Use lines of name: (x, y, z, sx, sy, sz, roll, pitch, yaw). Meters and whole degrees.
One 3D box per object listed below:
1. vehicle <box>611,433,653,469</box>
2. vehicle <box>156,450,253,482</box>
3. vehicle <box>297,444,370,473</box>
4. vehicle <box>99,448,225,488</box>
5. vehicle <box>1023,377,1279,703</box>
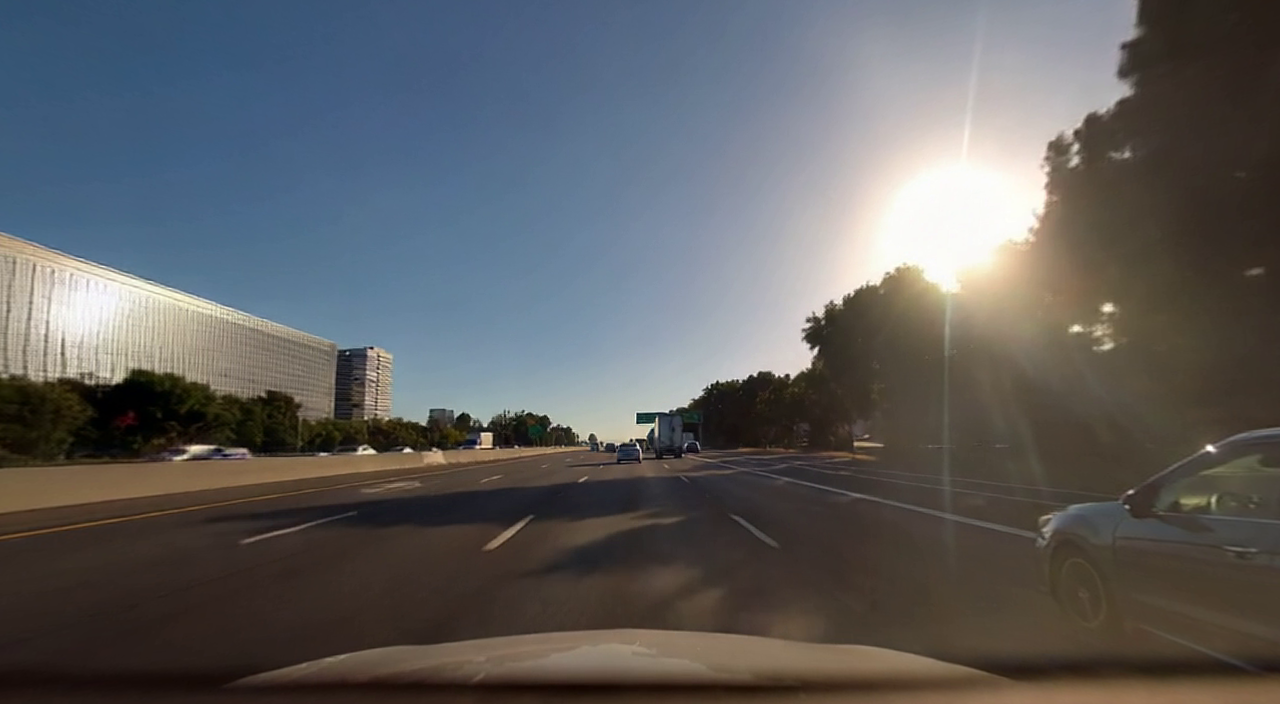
vehicle: (-0.474, 5.769, 36.972, 2.297, 1.912, 4.355, 0, -8, -1)
vehicle: (-22.156, 5.786, 32.409, 1.865, 1.461, 4.393, 0, -8, 0)
vehicle: (-18.711, 6.488, 38.810, 2.031, 1.618, 4.888, 0, -8, 0)
vehicle: (-26.134, 6.308, 34.943, 2.228, 1.953, 6.010, 0, -8, 0)
vehicle: (3.572, 0.820, 1.995, 1.950, 1.596, 4.326, 0, -8, -1)
